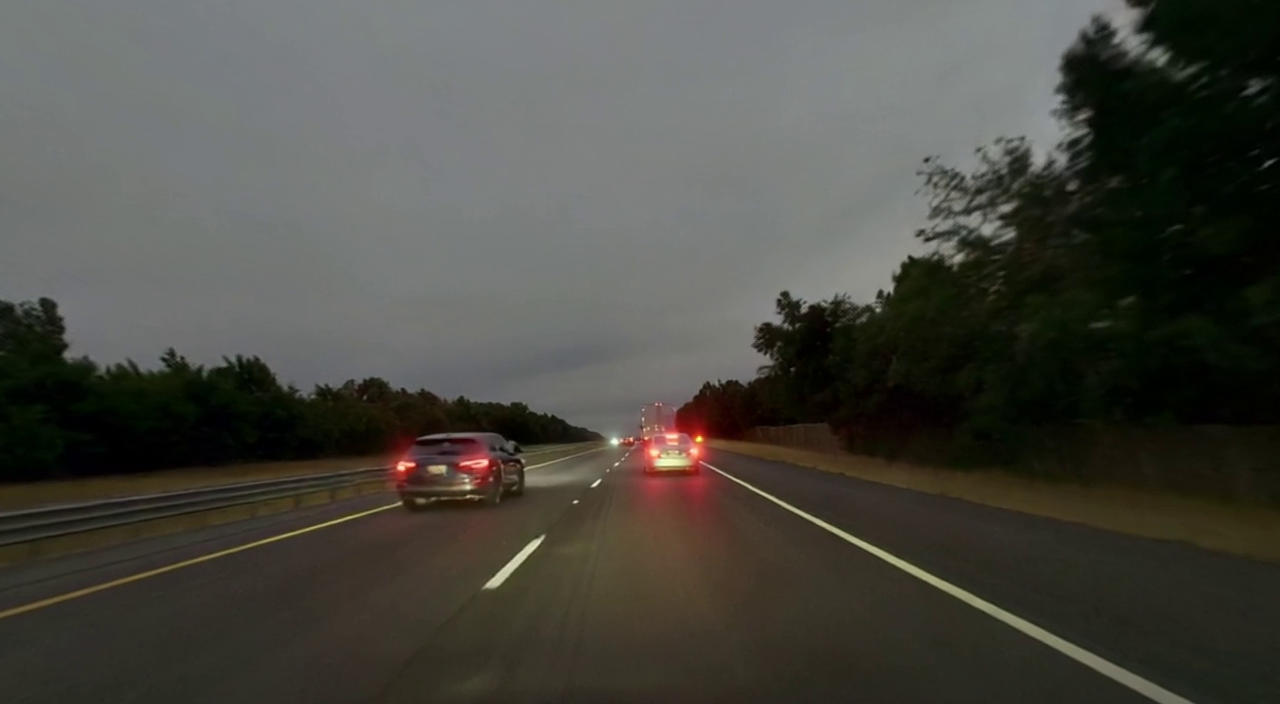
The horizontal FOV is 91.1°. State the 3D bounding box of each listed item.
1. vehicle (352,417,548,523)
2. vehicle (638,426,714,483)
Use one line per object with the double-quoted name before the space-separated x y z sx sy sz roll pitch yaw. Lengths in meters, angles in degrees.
"vehicle" -3.310 2.156 12.236 2.192 1.623 4.887 0 -8 1
"vehicle" 0.988 3.117 19.484 2.072 1.534 4.300 0 -8 0
